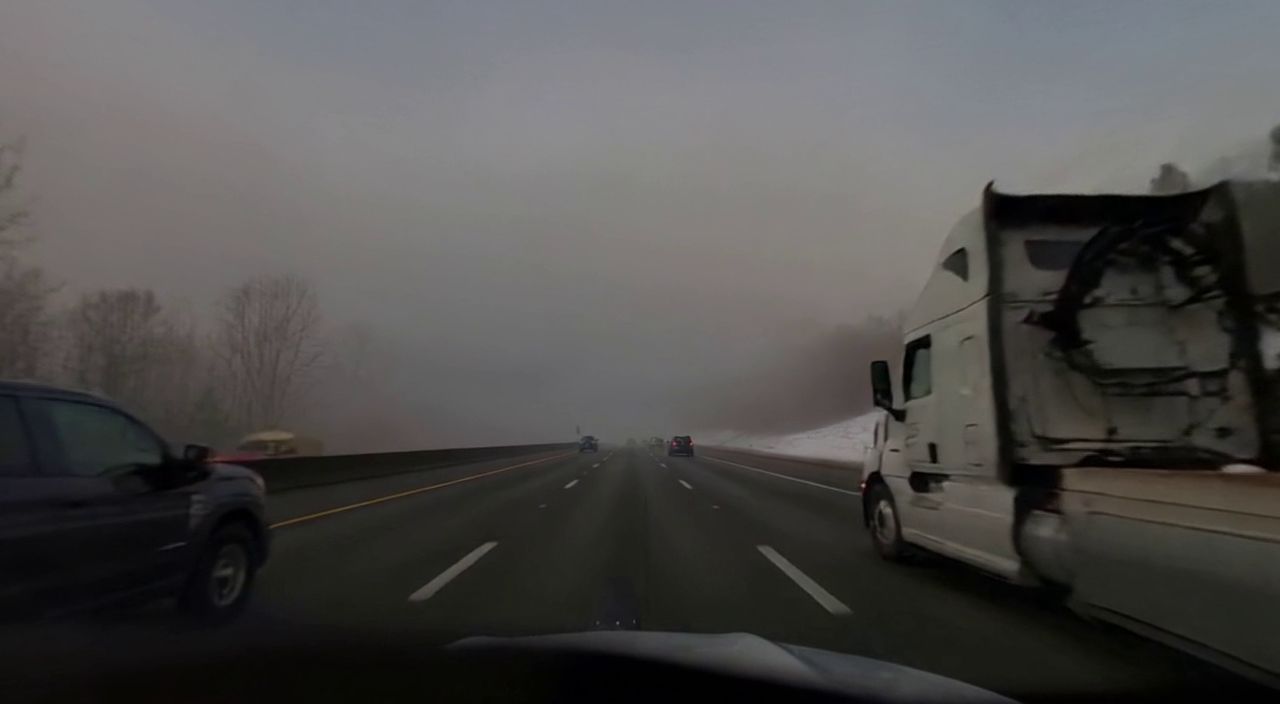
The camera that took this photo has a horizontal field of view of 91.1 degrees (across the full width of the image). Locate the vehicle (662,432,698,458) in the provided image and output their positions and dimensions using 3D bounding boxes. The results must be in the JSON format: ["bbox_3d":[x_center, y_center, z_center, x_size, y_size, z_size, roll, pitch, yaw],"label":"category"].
[{"bbox_3d":[2.806,6.606,44.855,2.124,1.696,4.173,0,-8,-2],"label":"vehicle"}]

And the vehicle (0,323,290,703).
[{"bbox_3d":[-3.619,0.737,2.149,2.185,1.772,4.656,0,-8,-1],"label":"vehicle"}]

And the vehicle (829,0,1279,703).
[{"bbox_3d":[4.197,-0.199,3.532,3.004,3.881,9.742,0,-8,-1],"label":"vehicle"}]
